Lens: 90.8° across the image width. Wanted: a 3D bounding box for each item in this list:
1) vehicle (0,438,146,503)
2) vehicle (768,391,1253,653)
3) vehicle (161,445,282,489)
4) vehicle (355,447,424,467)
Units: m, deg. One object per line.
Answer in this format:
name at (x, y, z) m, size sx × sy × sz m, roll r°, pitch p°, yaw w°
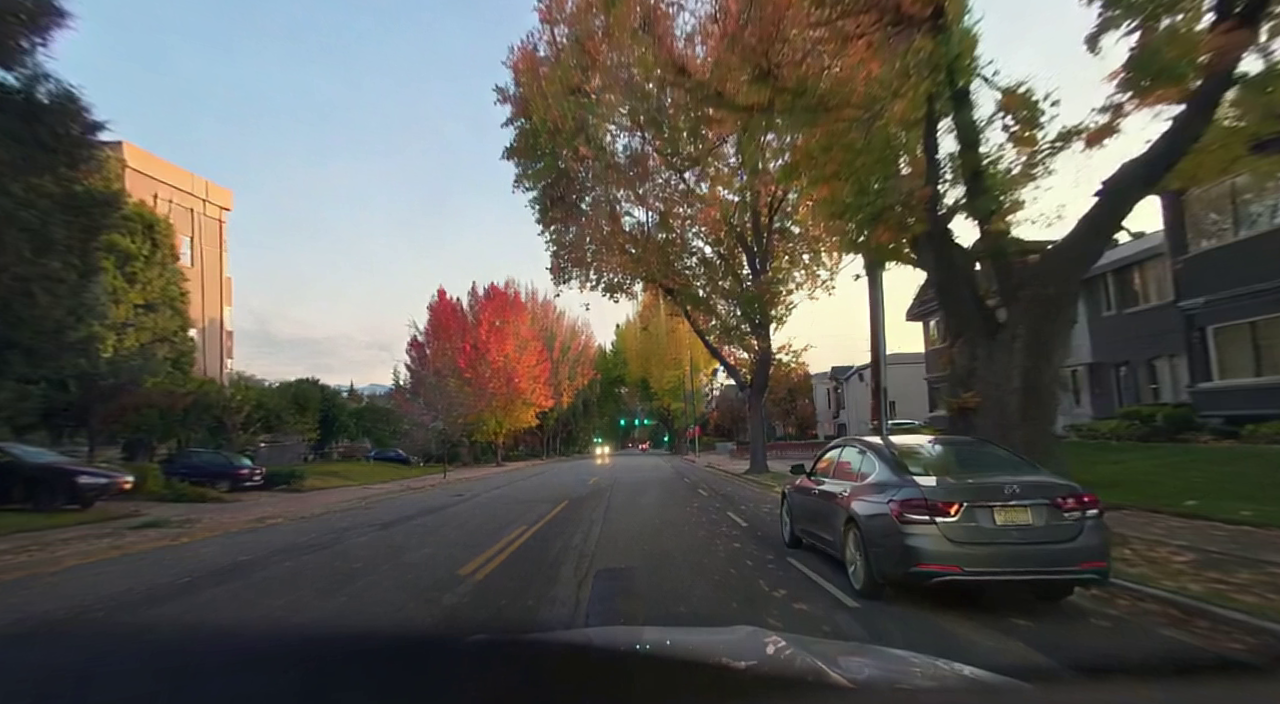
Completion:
vehicle at (-16.795, 3.256, 17.523) m, size 4.398 × 1.686 × 1.927 m, roll 1°, pitch -9°, yaw -6°
vehicle at (3.056, 1.530, 6.847) m, size 2.224 × 1.791 × 4.834 m, roll 0°, pitch -9°, yaw -1°
vehicle at (-15.871, 4.355, 24.295) m, size 1.881 × 1.490 × 4.430 m, roll 0°, pitch -9°, yaw -5°
vehicle at (-19.612, 8.236, 49.630) m, size 4.610 × 1.463 × 1.841 m, roll 1°, pitch -9°, yaw -7°
